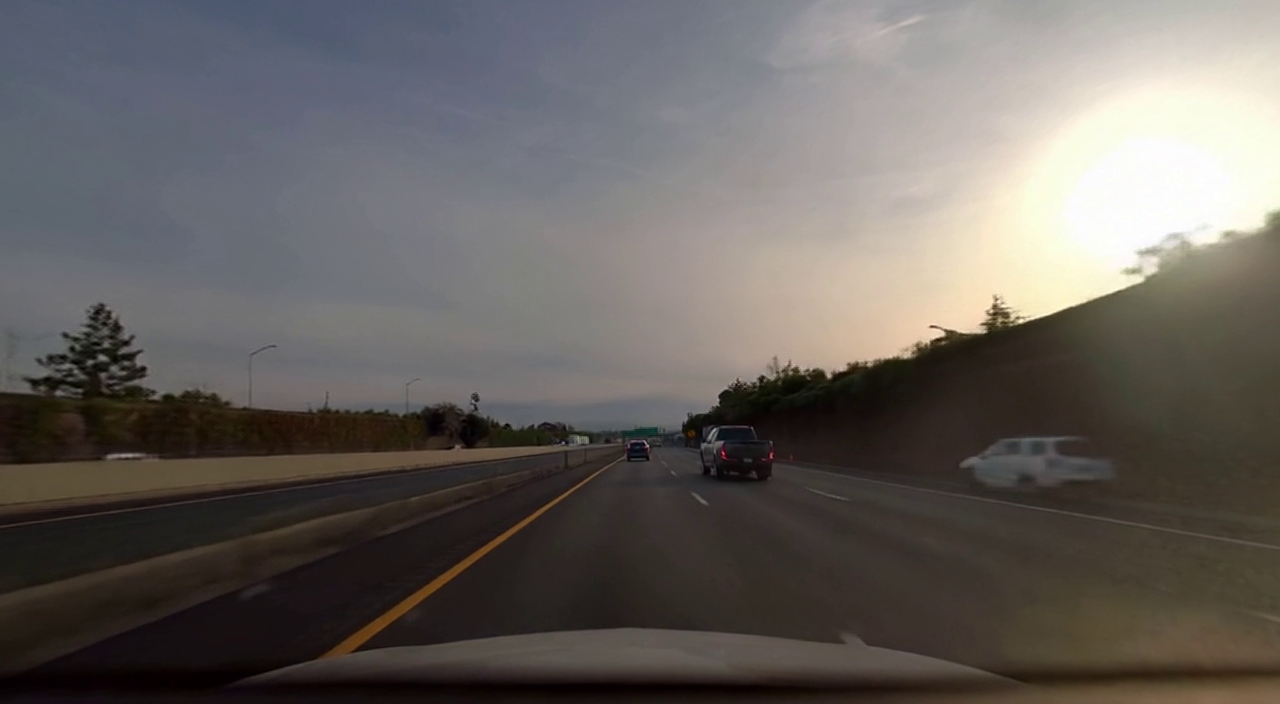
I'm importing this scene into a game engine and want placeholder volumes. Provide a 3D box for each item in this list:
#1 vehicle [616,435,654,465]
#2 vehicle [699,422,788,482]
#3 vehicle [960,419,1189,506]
[{"bbox_3d":[-0.278,5.848,37.656,2.142,1.664,4.076,0,-9,0],"label":"vehicle"},{"bbox_3d":[3.463,3.482,21.999,2.269,1.839,4.554,0,-9,-1],"label":"vehicle"},{"bbox_3d":[10.428,2.703,15.770,2.161,1.824,4.876,0,-9,-1],"label":"vehicle"}]
